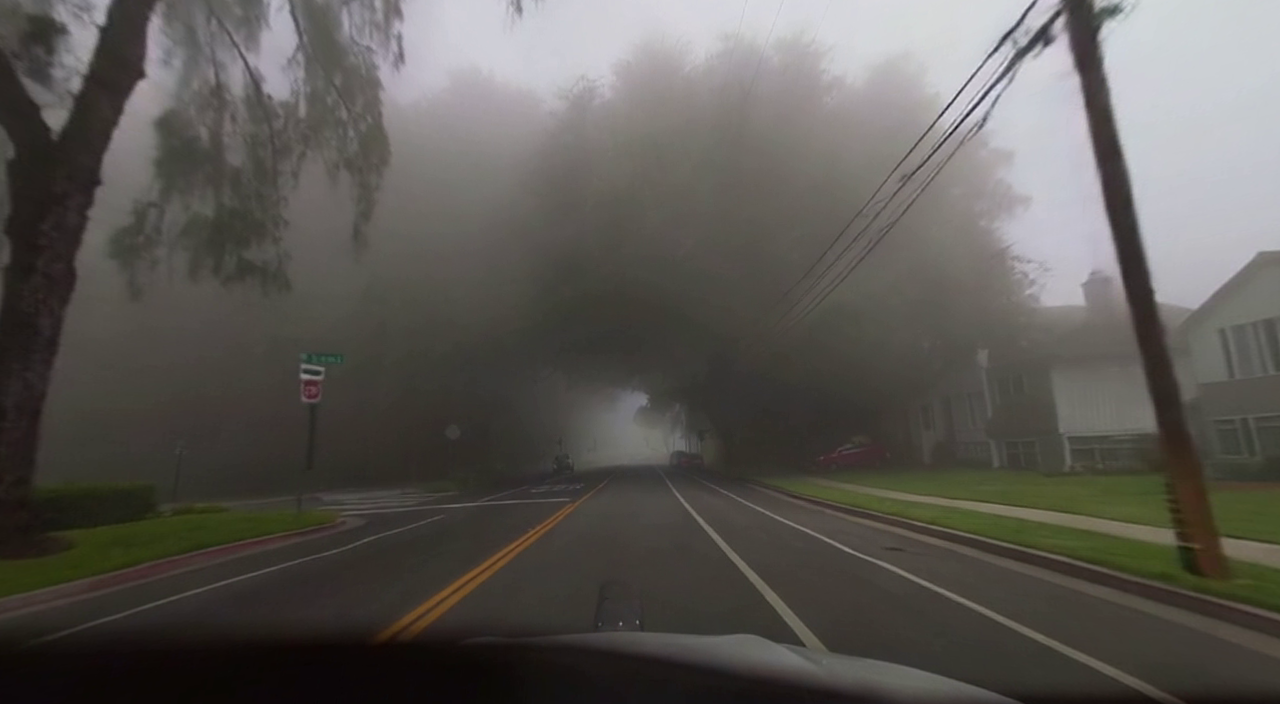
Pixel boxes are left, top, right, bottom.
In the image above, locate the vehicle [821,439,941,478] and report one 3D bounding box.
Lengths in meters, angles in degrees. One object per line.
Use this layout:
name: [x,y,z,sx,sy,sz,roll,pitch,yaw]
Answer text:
vehicle: [11.060,4.991,29.437,1.904,1.626,5.012,7,-12,-31]
